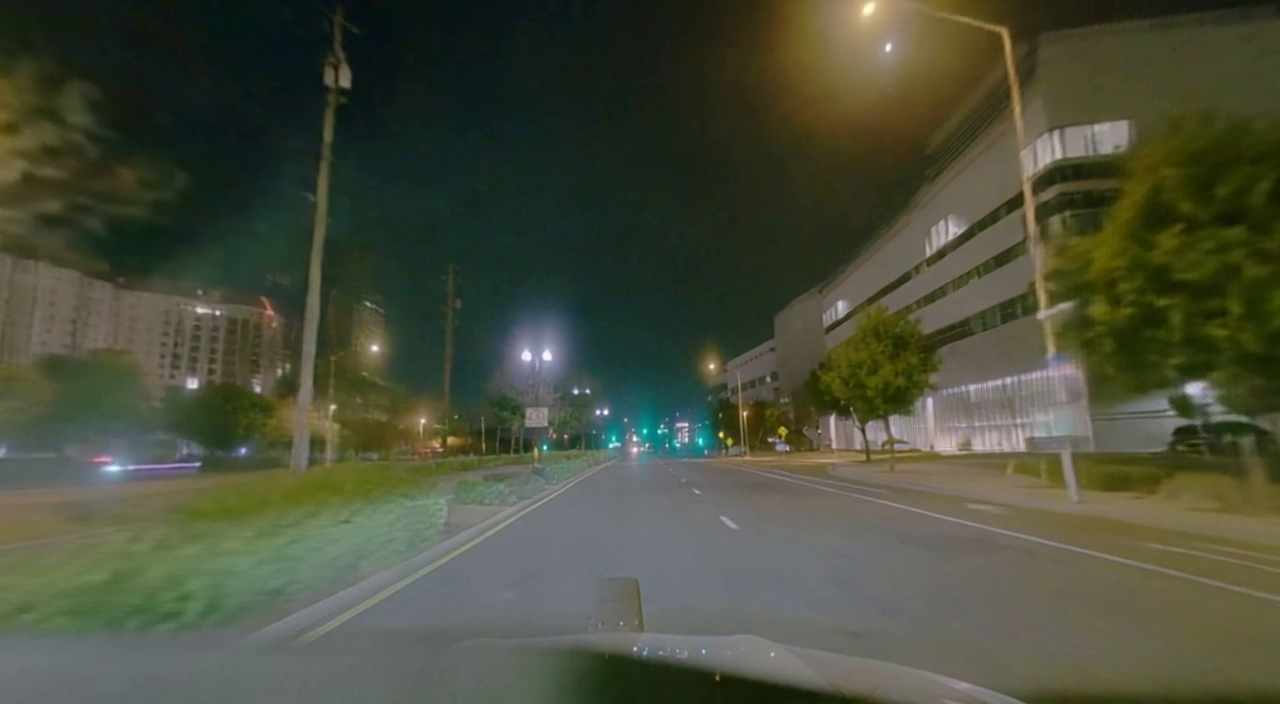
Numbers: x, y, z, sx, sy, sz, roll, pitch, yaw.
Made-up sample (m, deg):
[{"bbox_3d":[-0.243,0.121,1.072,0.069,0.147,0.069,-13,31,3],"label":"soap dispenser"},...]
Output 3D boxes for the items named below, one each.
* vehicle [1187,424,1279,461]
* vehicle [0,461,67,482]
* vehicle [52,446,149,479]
[{"bbox_3d":[31.793,4.700,32.852,4.926,1.804,2.100,0,-10,-7],"label":"vehicle"},{"bbox_3d":[-44.484,8.713,46.259,1.709,1.420,3.659,0,-9,-3],"label":"vehicle"},{"bbox_3d":[-39.460,8.101,46.476,2.265,2.236,5.627,0,-9,-2],"label":"vehicle"}]
